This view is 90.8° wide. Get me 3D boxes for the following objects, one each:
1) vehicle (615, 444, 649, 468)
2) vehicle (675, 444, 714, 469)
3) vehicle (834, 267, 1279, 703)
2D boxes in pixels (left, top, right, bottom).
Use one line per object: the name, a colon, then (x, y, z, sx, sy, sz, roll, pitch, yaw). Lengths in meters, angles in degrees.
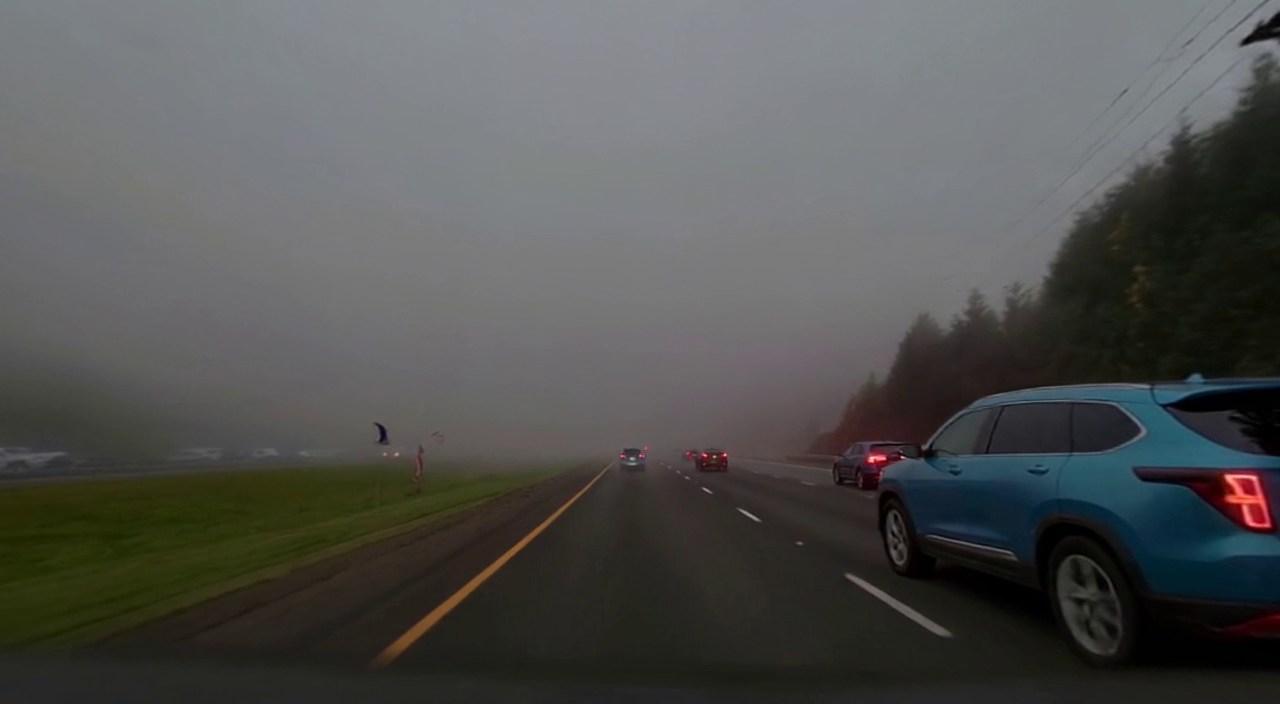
vehicle: (-0.524, 6.796, 41.419, 2.085, 1.449, 3.860, 0, -8, -1)
vehicle: (3.370, 6.567, 39.927, 1.978, 1.488, 4.252, 0, -8, -2)
vehicle: (3.762, 1.034, 4.987, 2.461, 2.013, 6.075, 0, -8, -1)
